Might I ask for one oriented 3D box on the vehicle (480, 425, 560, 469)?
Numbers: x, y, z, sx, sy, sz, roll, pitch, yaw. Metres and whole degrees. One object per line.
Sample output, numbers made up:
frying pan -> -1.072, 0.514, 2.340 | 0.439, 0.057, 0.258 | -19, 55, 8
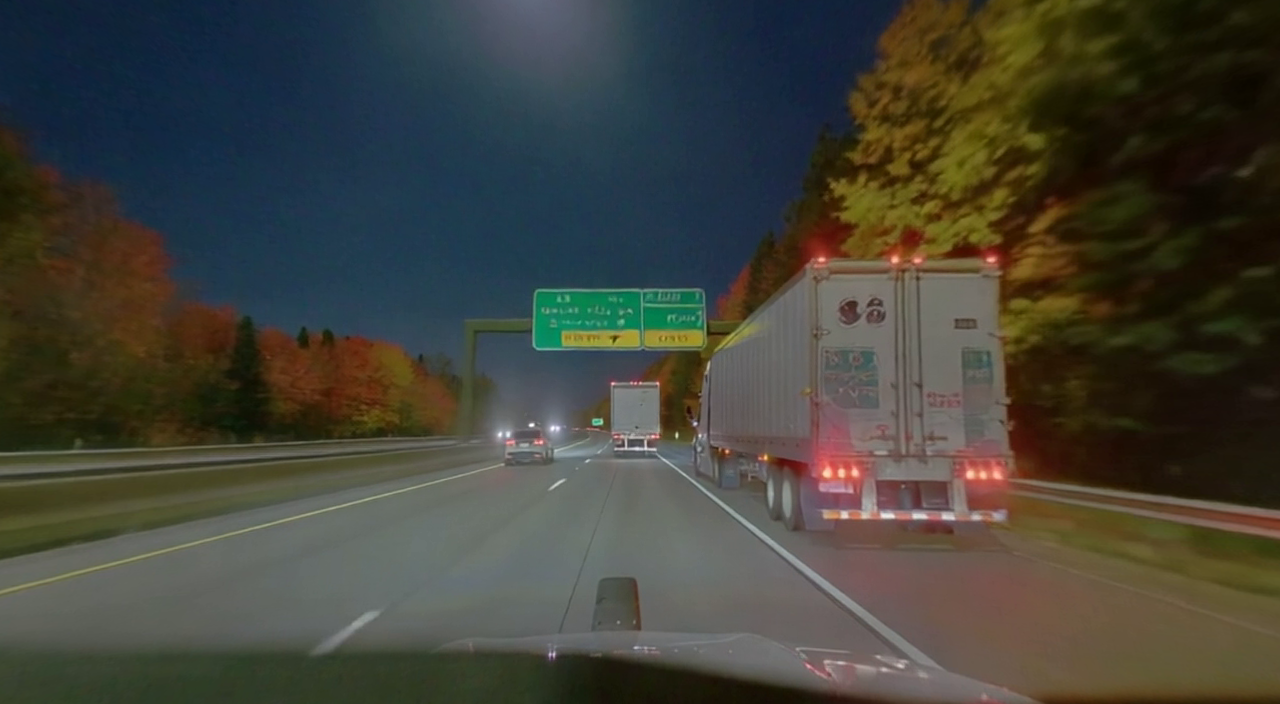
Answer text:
vehicle -> -4.440, 3.598, 23.991 | 2.217, 1.495, 4.245 | 0, -8, 0

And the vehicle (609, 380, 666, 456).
vehicle -> -0.335, 4.224, 38.955 | 3.013, 4.016, 11.496 | 0, -8, -2
